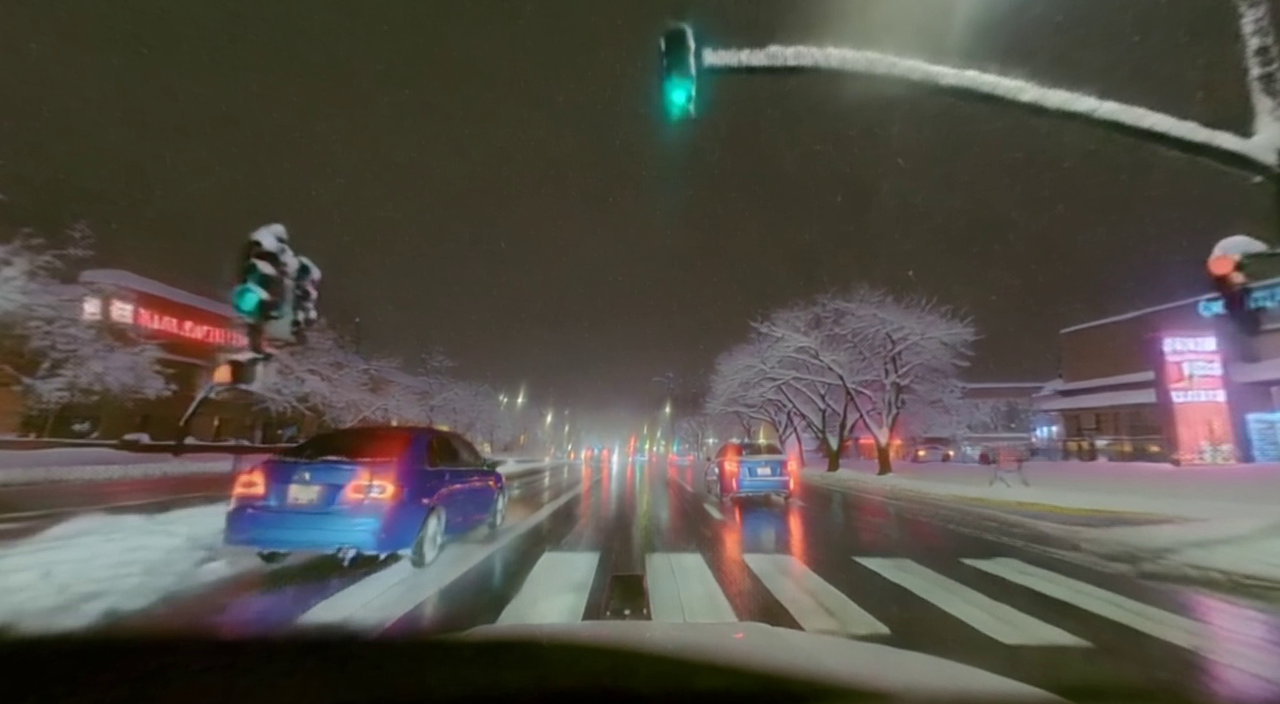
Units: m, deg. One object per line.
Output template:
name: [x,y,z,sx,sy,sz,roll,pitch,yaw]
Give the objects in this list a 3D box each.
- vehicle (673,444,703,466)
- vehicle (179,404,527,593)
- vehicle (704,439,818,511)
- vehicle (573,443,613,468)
vehicle: [3.558,7.753,47.493,1.931,1.552,4.125,0,-8,1]
vehicle: [-2.969,1.635,8.094,2.032,1.639,5.037,0,-8,1]
vehicle: [2.785,2.911,15.521,1.946,1.513,4.133,0,-8,0]
vehicle: [-2.904,6.509,39.820,2.040,1.471,4.211,0,-8,2]
